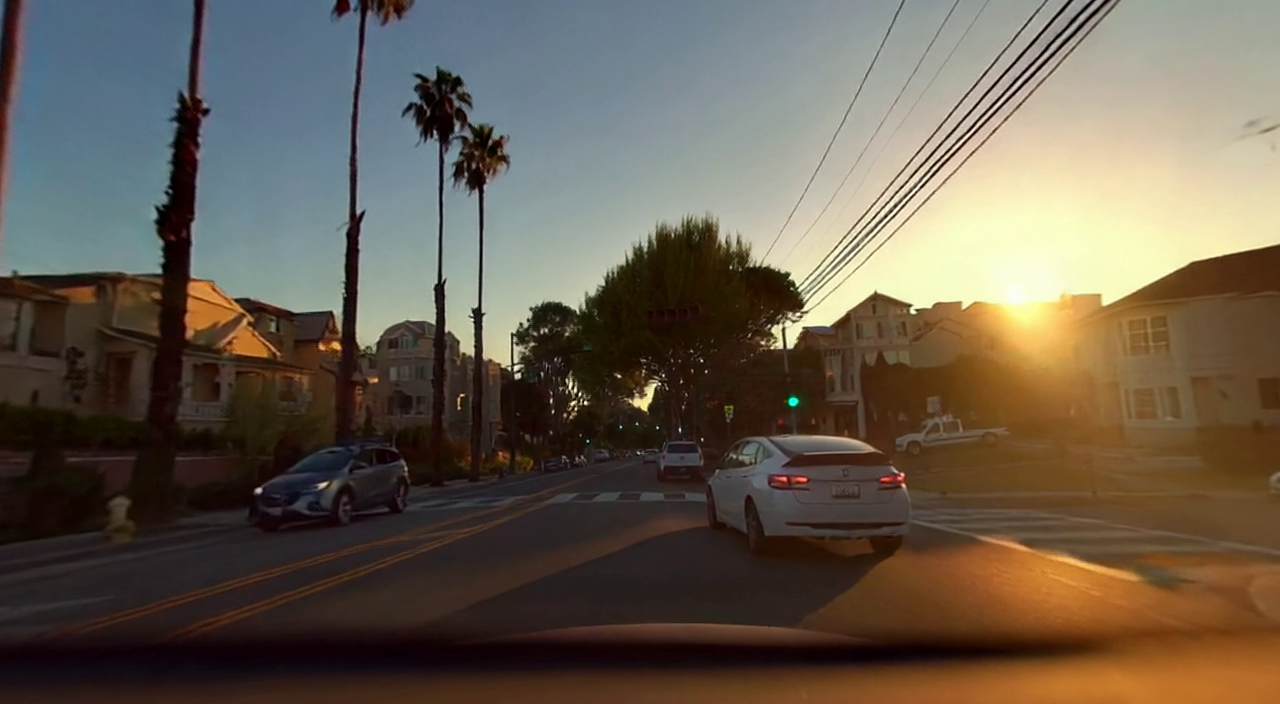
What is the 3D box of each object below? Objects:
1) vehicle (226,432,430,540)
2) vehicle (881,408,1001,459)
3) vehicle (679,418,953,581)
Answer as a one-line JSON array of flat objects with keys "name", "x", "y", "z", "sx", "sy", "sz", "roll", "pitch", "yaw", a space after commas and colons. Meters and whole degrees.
[{"name": "vehicle", "x": -6.622, "y": 2.799, "z": 14.094, "sx": 2.069, "sy": 1.820, "sz": 4.388, "roll": -3, "pitch": -6, "yaw": 5}, {"name": "vehicle", "x": 17.734, "y": 4.798, "z": 37.449, "sx": 5.880, "sy": 2.540, "sz": 2.003, "roll": -4, "pitch": -6, "yaw": 2}, {"name": "vehicle", "x": 1.864, "y": 1.776, "z": 8.465, "sx": 2.096, "sy": 1.552, "sz": 4.519, "roll": 0, "pitch": -9, "yaw": -4}]
